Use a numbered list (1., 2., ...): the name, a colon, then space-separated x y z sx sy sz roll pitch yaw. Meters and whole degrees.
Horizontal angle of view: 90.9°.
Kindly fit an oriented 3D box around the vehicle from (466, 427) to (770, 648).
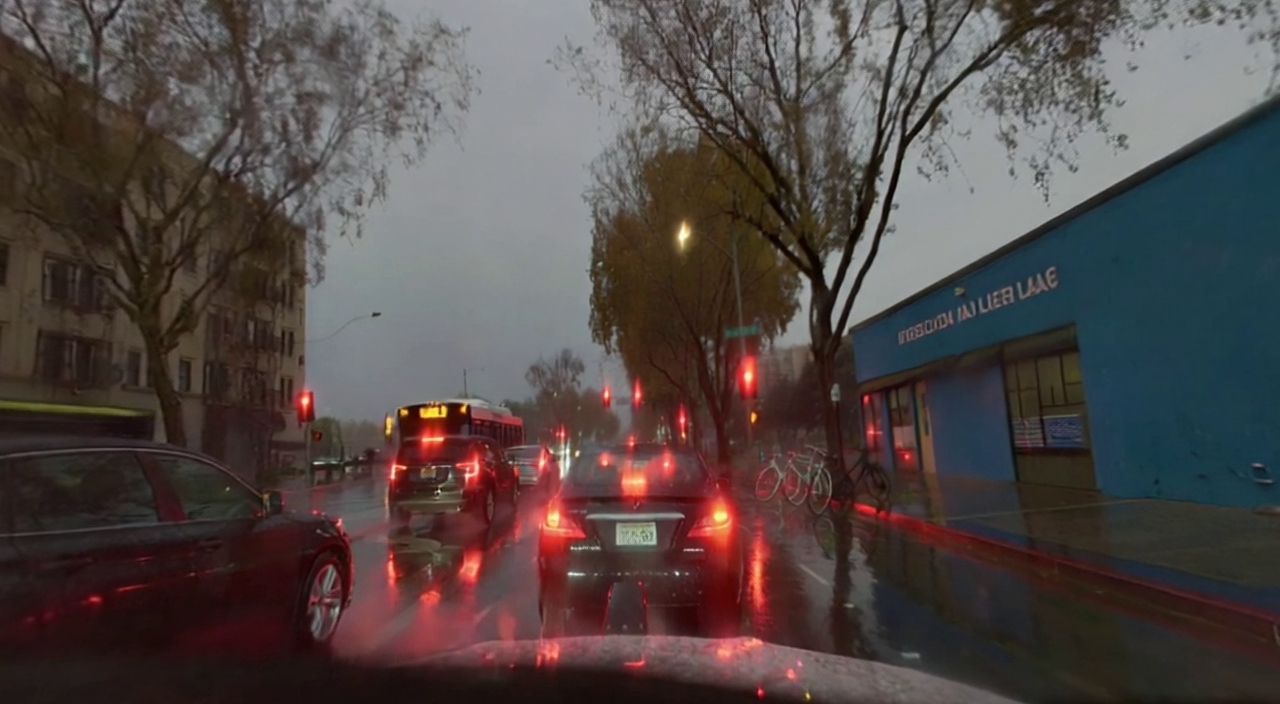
1. vehicle: -0.134 1.525 6.170 2.031 1.461 3.763 0 -8 0

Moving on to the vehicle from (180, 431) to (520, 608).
1. vehicle: -2.905 1.754 7.633 1.944 1.481 4.385 0 -8 1

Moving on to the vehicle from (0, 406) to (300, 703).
1. vehicle: -3.167 0.869 1.726 1.867 1.486 4.452 0 -8 2
